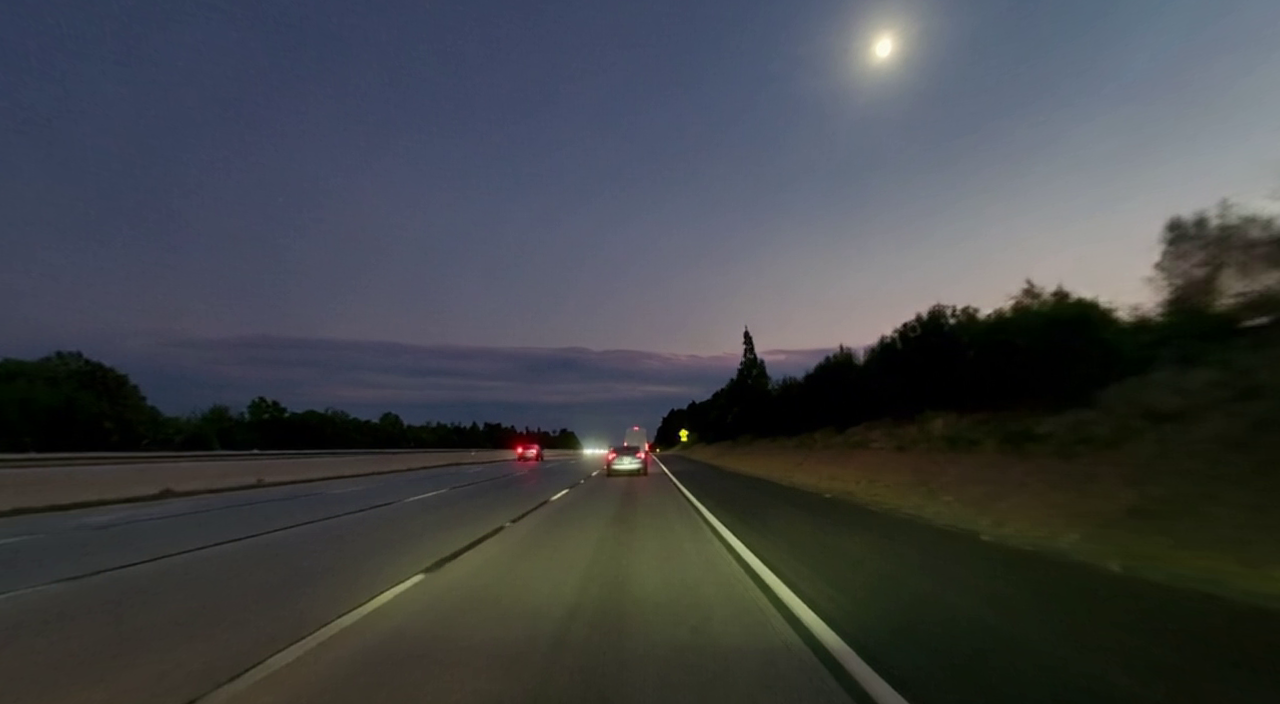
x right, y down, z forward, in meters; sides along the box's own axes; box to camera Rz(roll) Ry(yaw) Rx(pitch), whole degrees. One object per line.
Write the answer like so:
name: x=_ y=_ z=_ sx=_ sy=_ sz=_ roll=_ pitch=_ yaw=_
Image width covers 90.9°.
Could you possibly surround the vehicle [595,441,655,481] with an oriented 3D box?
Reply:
vehicle: x=-0.559 y=4.344 z=25.322 sx=2.238 sy=1.479 sz=3.672 roll=0 pitch=-9 yaw=0
